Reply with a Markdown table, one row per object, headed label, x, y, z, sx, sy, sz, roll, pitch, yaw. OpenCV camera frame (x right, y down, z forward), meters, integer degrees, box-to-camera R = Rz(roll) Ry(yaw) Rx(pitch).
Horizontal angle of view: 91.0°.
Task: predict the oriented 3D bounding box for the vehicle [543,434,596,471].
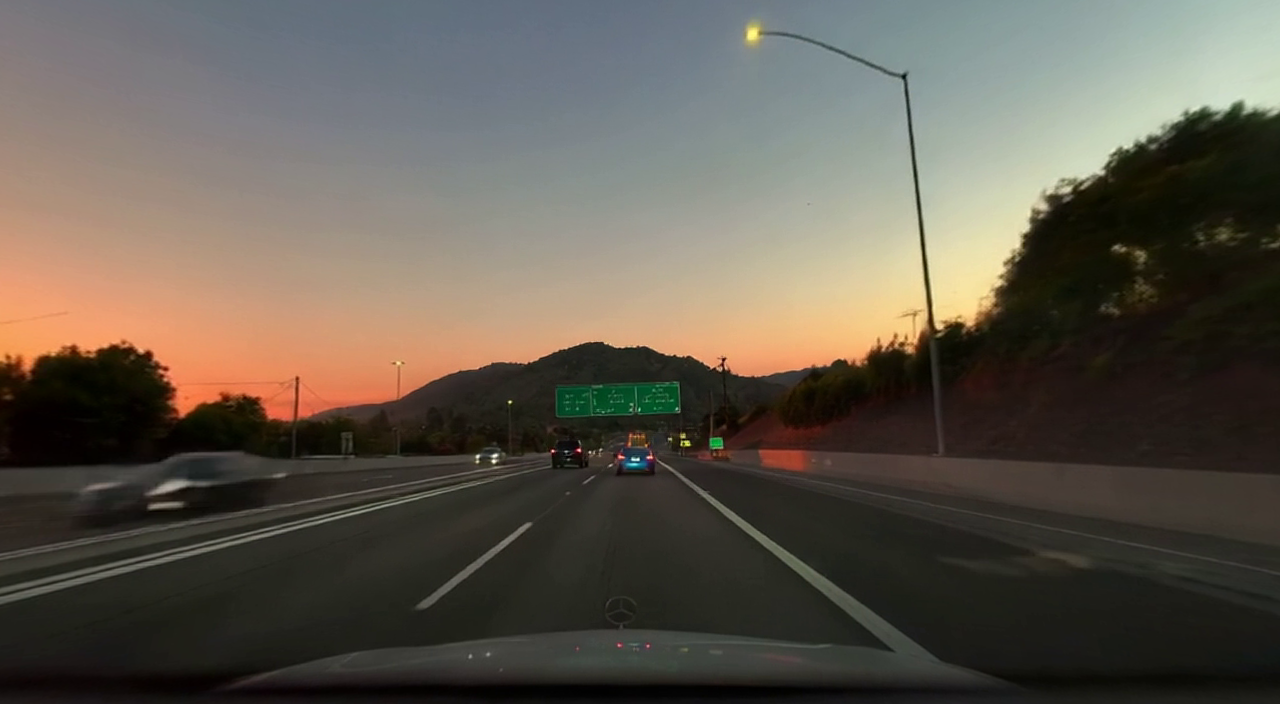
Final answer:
| label | x | y | z | sx | sy | sz | roll | pitch | yaw |
| --- | --- | --- | --- | --- | --- | --- | --- | --- | --- |
| vehicle | -3.725 | 5.462 | 34.323 | 2.264 | 1.901 | 4.647 | 0 | -9 | 1 |

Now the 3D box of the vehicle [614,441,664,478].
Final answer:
| label | x | y | z | sx | sy | sz | roll | pitch | yaw |
| --- | --- | --- | --- | --- | --- | --- | --- | --- | --- |
| vehicle | -0.018 | 4.856 | 28.688 | 2.086 | 1.548 | 4.325 | 0 | -9 | 1 |

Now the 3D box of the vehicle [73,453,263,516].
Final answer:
| label | x | y | z | sx | sy | sz | roll | pitch | yaw |
| --- | --- | --- | --- | --- | --- | --- | --- | --- | --- |
| vehicle | -13.284 | 3.711 | 18.157 | 2.059 | 1.512 | 4.244 | 0 | -9 | 2 |
